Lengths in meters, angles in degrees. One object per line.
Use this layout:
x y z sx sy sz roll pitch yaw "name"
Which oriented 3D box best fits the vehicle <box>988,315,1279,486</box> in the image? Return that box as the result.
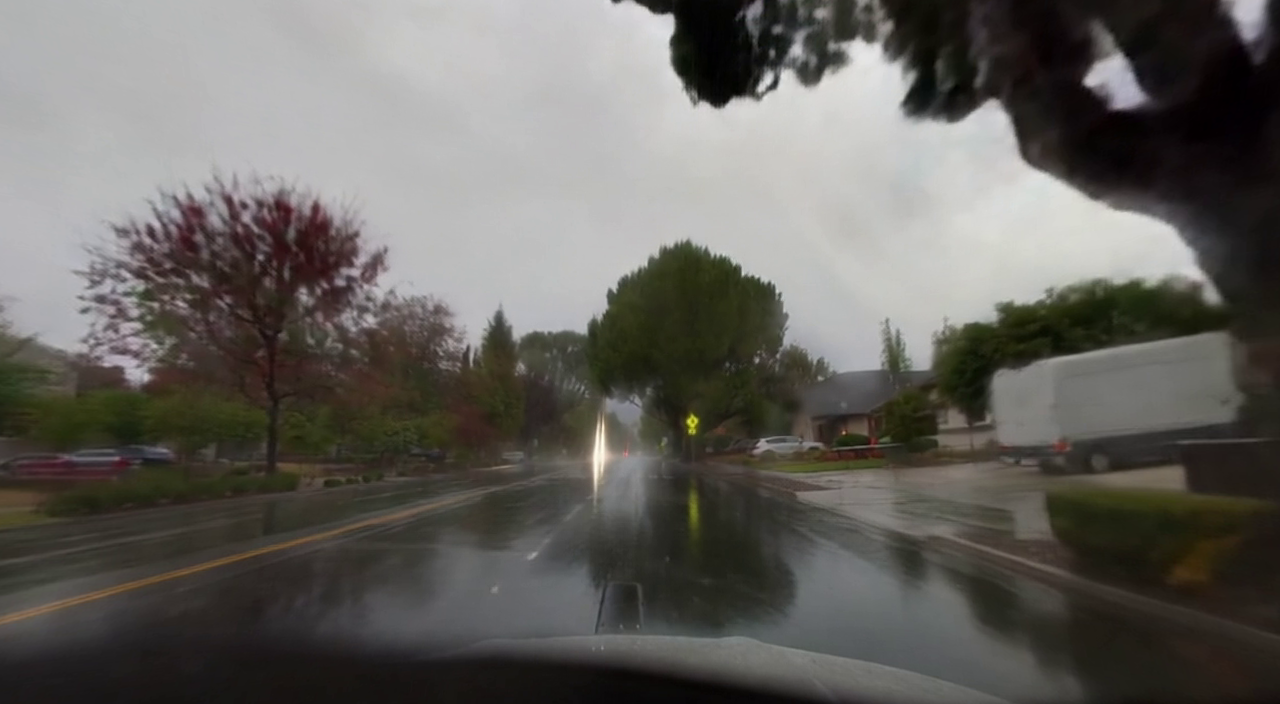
17.547 1.472 18.697 12.151 4.157 3.709 -1 -15 -6 "vehicle"
